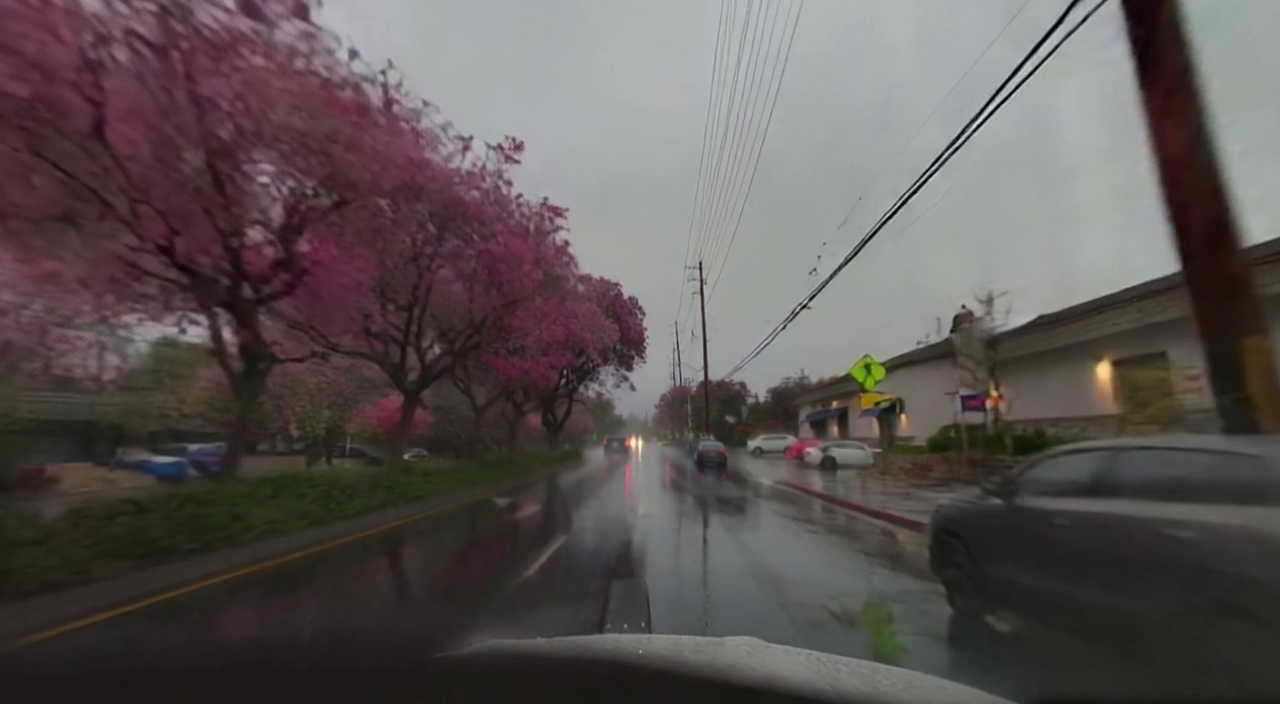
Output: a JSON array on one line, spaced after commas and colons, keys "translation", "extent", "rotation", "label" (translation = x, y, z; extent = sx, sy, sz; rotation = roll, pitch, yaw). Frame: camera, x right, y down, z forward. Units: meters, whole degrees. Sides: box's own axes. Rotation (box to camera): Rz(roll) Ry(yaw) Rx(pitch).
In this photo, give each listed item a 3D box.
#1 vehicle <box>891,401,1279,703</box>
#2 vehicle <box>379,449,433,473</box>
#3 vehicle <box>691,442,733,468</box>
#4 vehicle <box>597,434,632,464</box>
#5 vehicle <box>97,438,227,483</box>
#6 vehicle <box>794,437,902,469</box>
[{"translation": [3.232, 1.094, 3.313], "extent": [2.070, 1.496, 4.614], "rotation": [0, -8, 2], "label": "vehicle"}, {"translation": [-16.133, 7.509, 43.735], "extent": [1.954, 1.497, 4.613], "rotation": [0, -8, 0], "label": "vehicle"}, {"translation": [4.315, 6.217, 38.300], "extent": [2.042, 1.465, 4.455], "rotation": [0, -8, 0], "label": "vehicle"}, {"translation": [-1.714, 6.722, 43.951], "extent": [2.202, 1.961, 4.980], "rotation": [0, -8, 1], "label": "vehicle"}, {"translation": [-22.320, 5.025, 29.775], "extent": [2.195, 1.770, 4.957], "rotation": [0, -6, 1], "label": "vehicle"}, {"translation": [9.909, 4.845, 30.261], "extent": [4.430, 1.480, 1.923], "rotation": [0, -8, -2], "label": "vehicle"}]
